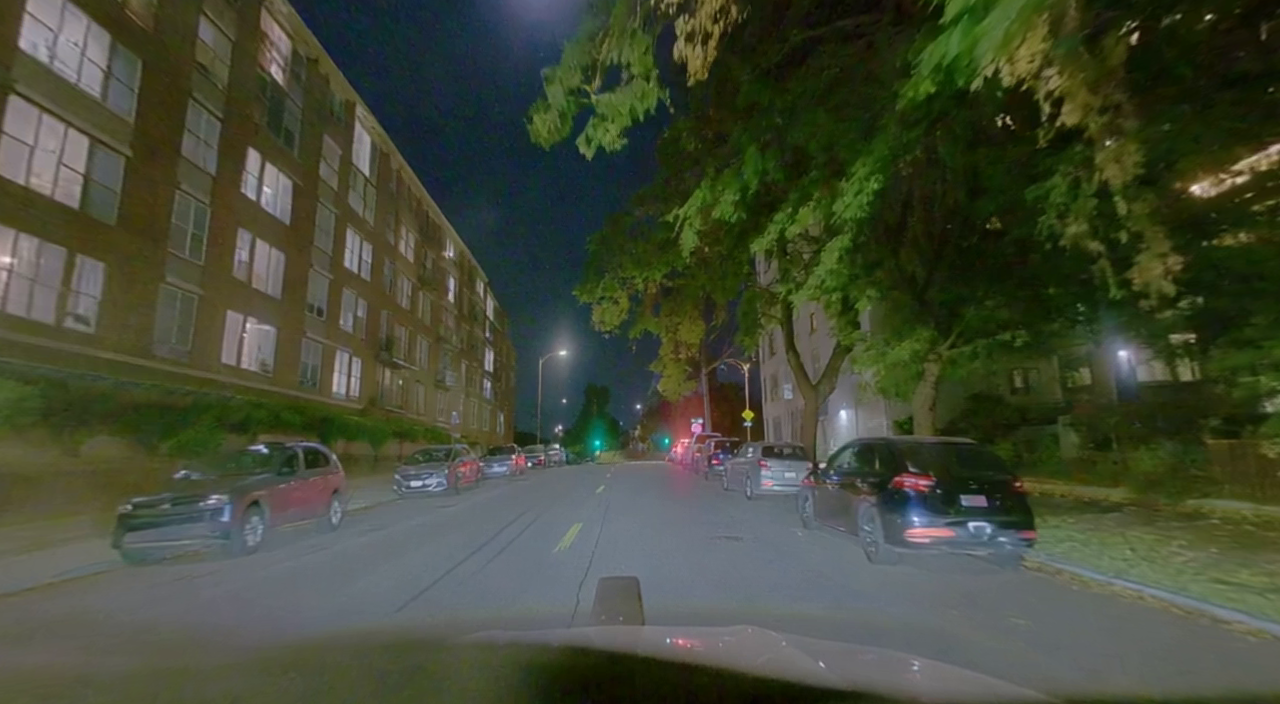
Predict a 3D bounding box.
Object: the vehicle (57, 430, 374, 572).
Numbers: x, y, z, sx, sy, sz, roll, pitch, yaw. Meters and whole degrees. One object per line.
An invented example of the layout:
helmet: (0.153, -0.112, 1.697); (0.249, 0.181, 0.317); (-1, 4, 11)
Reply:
vehicle: (-6.256, 2.189, 10.206); (2.023, 1.740, 4.567); (0, -8, -2)

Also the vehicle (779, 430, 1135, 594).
vehicle: (3.482, 1.837, 8.382); (2.041, 1.488, 5.026); (0, -8, -1)

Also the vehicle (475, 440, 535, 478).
vehicle: (-6.452, 5.130, 30.610); (1.947, 1.707, 4.352); (0, -8, 0)

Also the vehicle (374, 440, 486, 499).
vehicle: (-6.494, 3.667, 20.152); (2.100, 1.640, 4.341); (0, -8, 0)

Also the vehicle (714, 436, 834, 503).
vehicle: (3.350, 3.046, 16.905); (1.948, 1.502, 5.013); (0, -8, -2)
